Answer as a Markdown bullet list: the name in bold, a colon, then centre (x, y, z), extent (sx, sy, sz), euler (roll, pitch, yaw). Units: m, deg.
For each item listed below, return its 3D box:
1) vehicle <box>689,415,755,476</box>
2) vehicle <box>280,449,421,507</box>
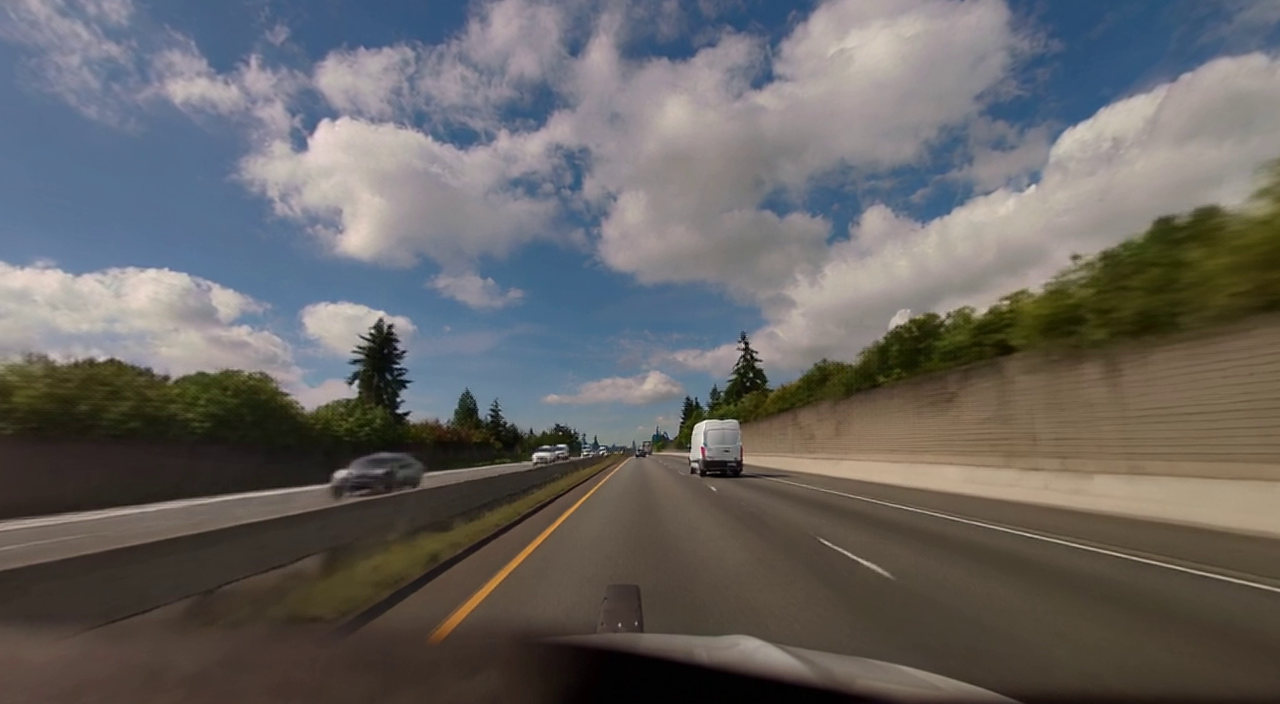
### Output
- **vehicle**: centre (4.096, 4.908, 32.860), extent (2.449, 2.805, 6.763), euler (0, -9, 0)
- **vehicle**: centre (-8.648, 3.765, 19.355), extent (2.120, 1.523, 4.609), euler (0, -9, 0)
